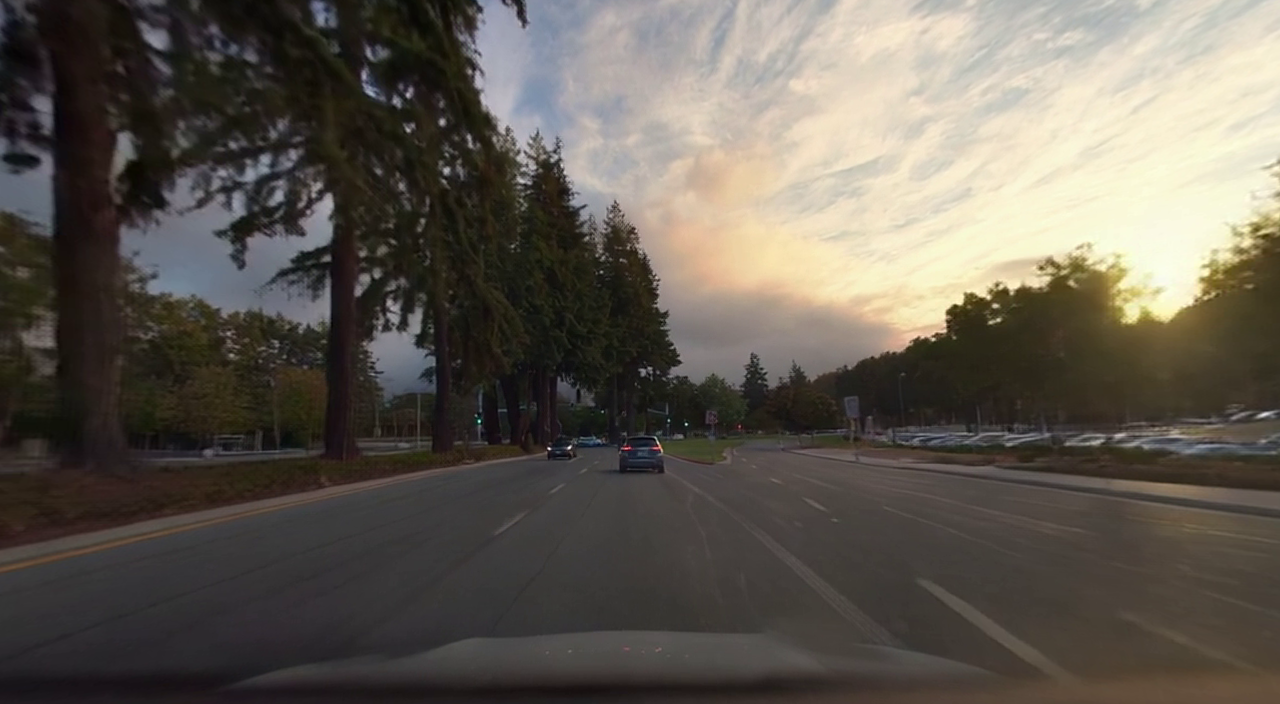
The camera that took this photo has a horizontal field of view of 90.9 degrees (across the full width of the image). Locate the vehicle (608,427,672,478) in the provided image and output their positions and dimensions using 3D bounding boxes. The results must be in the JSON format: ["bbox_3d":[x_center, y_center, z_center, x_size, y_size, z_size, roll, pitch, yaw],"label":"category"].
[{"bbox_3d":[-0.067,3.673,23.128,2.135,1.691,3.884,0,-8,-2],"label":"vehicle"}]

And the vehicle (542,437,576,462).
[{"bbox_3d":[-5.348,6.480,41.981,1.950,1.563,3.727,0,-8,-2],"label":"vehicle"}]
